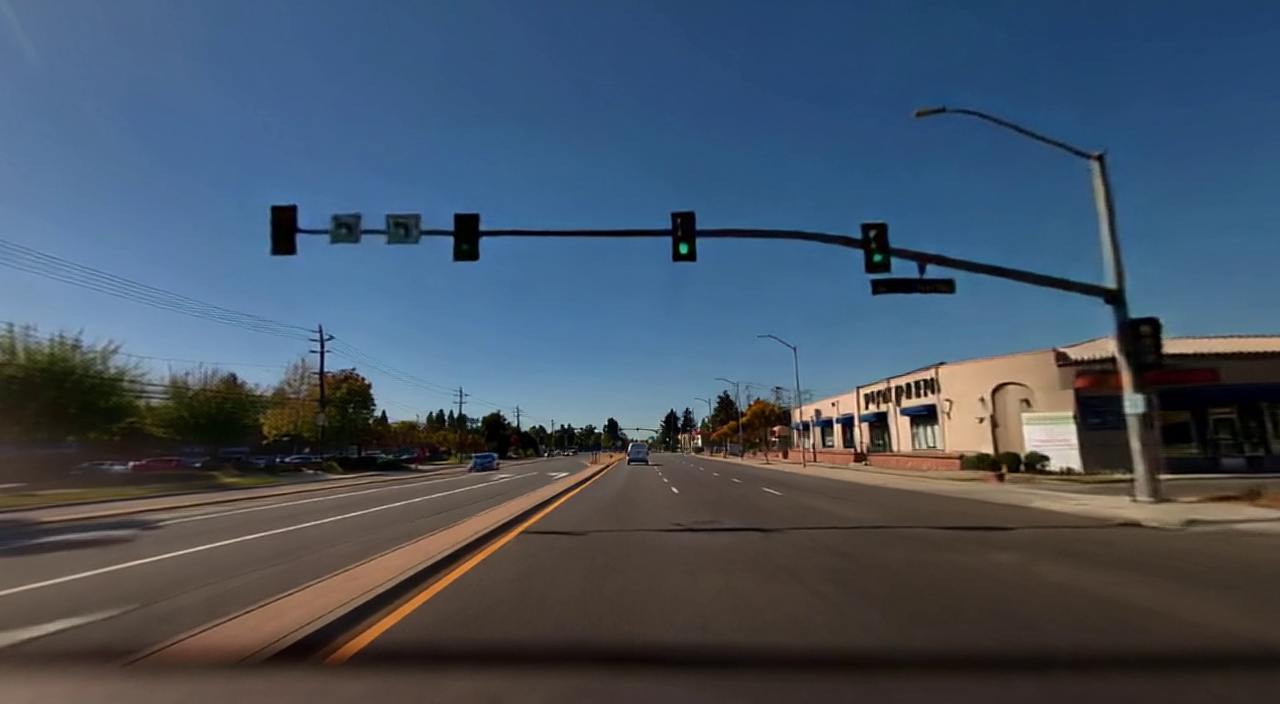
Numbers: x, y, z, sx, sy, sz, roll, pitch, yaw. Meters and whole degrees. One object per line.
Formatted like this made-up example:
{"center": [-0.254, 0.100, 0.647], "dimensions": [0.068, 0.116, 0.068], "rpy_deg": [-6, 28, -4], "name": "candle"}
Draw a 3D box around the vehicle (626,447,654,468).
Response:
{"center": [-0.058, 7.953, 47.770], "dimensions": [2.027, 1.494, 3.942], "rpy_deg": [0, -8, -1], "name": "vehicle"}
